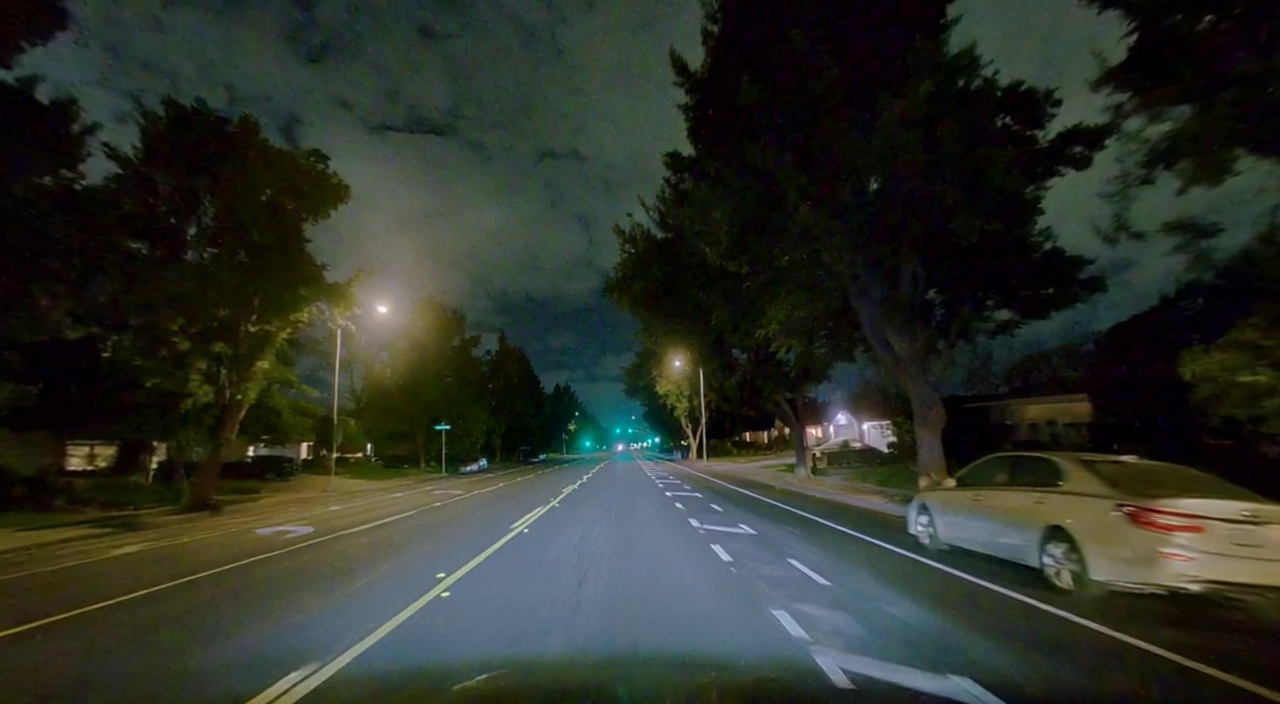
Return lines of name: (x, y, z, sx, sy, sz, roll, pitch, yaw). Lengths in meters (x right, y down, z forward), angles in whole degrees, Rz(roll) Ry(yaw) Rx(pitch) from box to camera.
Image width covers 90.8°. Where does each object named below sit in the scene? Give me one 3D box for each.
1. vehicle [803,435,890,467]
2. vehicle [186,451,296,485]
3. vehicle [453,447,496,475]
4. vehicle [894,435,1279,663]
vehicle: (11.687, 5.622, 36.014, 4.194, 1.680, 2.150, -1, -8, 1)
vehicle: (-22.097, 6.406, 35.154, 4.684, 1.758, 2.138, -1, -8, 2)
vehicle: (-12.454, 8.266, 47.908, 2.062, 1.821, 4.880, -3, -9, -2)
vehicle: (4.628, 1.632, 6.509, 2.012, 1.474, 4.506, 0, -8, -2)
